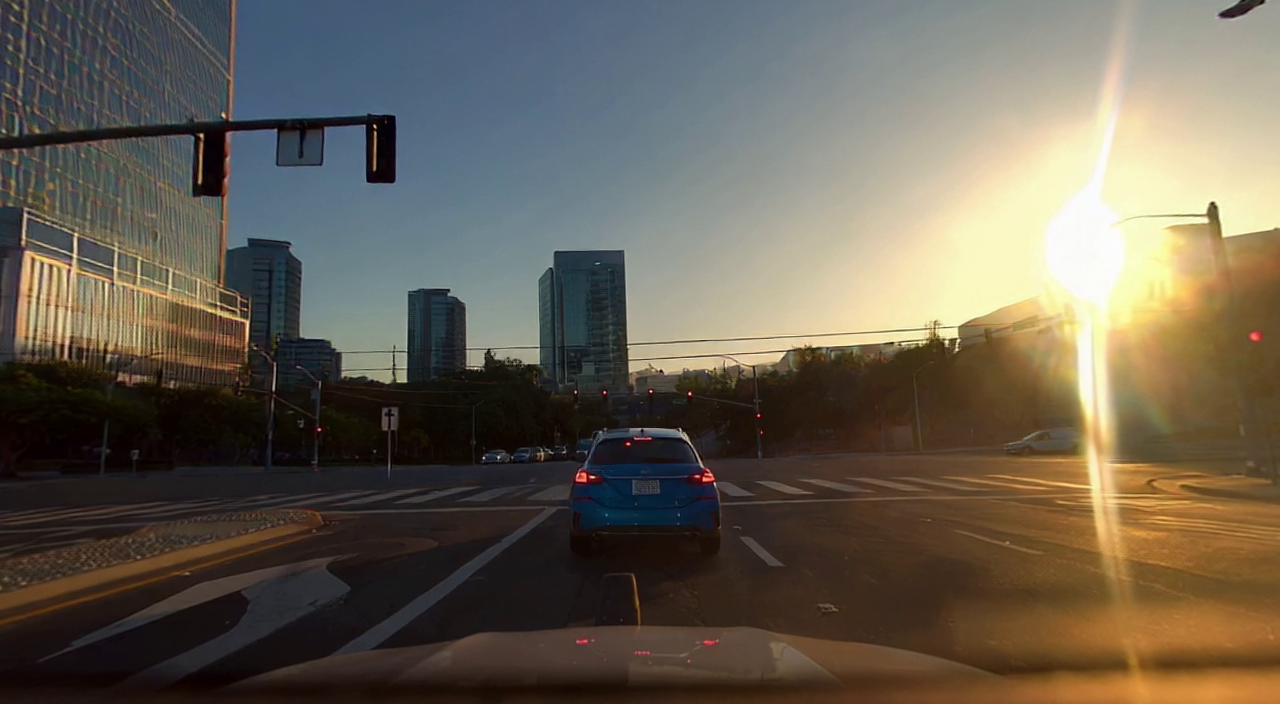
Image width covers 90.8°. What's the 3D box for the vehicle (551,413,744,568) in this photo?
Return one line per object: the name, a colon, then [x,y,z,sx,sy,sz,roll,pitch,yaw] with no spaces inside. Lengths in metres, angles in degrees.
vehicle: [0.044,1.755,8.712,2.027,1.626,3.942,0,-8,-1]
